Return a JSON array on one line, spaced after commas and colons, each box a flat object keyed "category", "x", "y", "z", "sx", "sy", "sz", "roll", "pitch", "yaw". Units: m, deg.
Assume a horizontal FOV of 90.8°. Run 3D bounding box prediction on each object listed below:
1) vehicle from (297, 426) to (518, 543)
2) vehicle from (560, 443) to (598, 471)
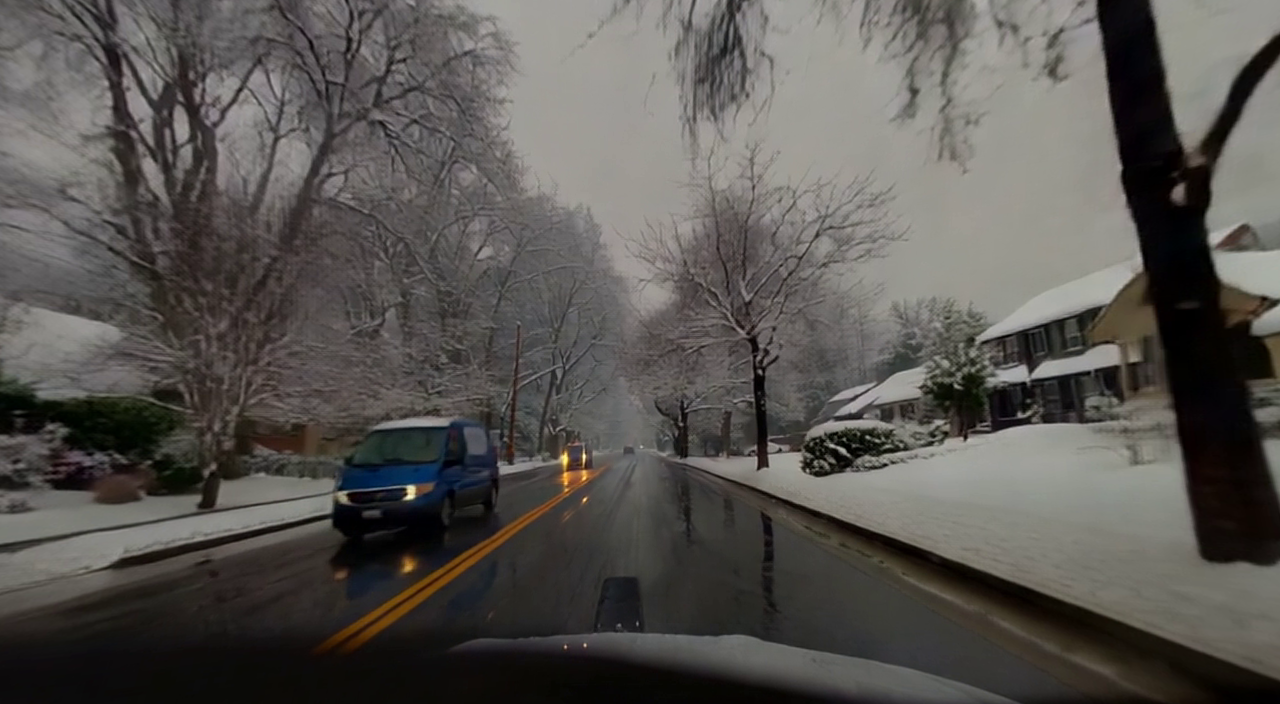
[{"category": "vehicle", "x": -4.227, "y": 2.521, "z": 12.877, "sx": 2.303, "sy": 1.813, "sz": 5.660, "roll": 0, "pitch": -9, "yaw": 0}, {"category": "vehicle", "x": -4.184, "y": 7.299, "z": 44.082, "sx": 2.161, "sy": 1.798, "sz": 4.627, "roll": 0, "pitch": -8, "yaw": 1}]
